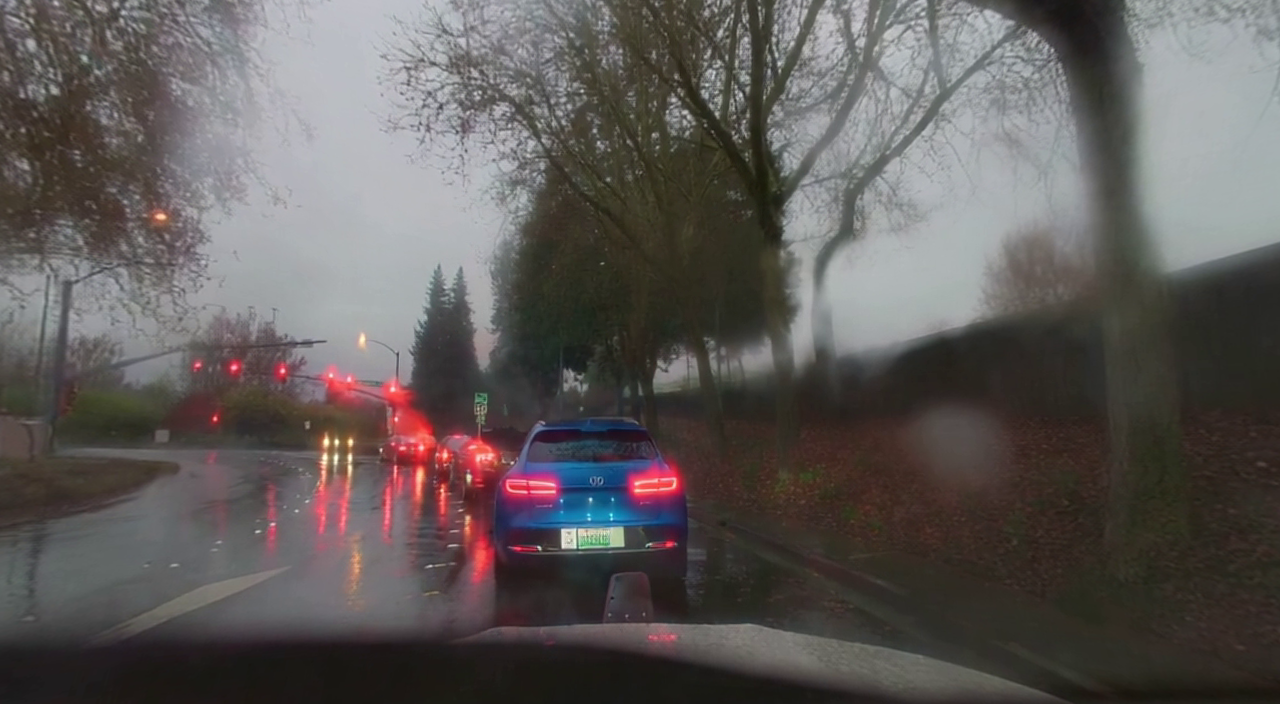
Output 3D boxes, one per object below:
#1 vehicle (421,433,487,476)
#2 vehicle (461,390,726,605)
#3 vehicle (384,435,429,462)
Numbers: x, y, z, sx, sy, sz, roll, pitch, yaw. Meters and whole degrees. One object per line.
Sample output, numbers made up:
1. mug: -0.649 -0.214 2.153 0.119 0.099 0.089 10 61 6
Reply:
1. vehicle: -7.303 3.947 24.484 1.902 1.536 3.662 4 -9 -25
2. vehicle: -0.679 1.456 7.203 2.134 1.671 4.147 1 -8 -9
3. vehicle: -13.749 5.638 36.894 1.863 1.488 4.426 4 -9 -27
